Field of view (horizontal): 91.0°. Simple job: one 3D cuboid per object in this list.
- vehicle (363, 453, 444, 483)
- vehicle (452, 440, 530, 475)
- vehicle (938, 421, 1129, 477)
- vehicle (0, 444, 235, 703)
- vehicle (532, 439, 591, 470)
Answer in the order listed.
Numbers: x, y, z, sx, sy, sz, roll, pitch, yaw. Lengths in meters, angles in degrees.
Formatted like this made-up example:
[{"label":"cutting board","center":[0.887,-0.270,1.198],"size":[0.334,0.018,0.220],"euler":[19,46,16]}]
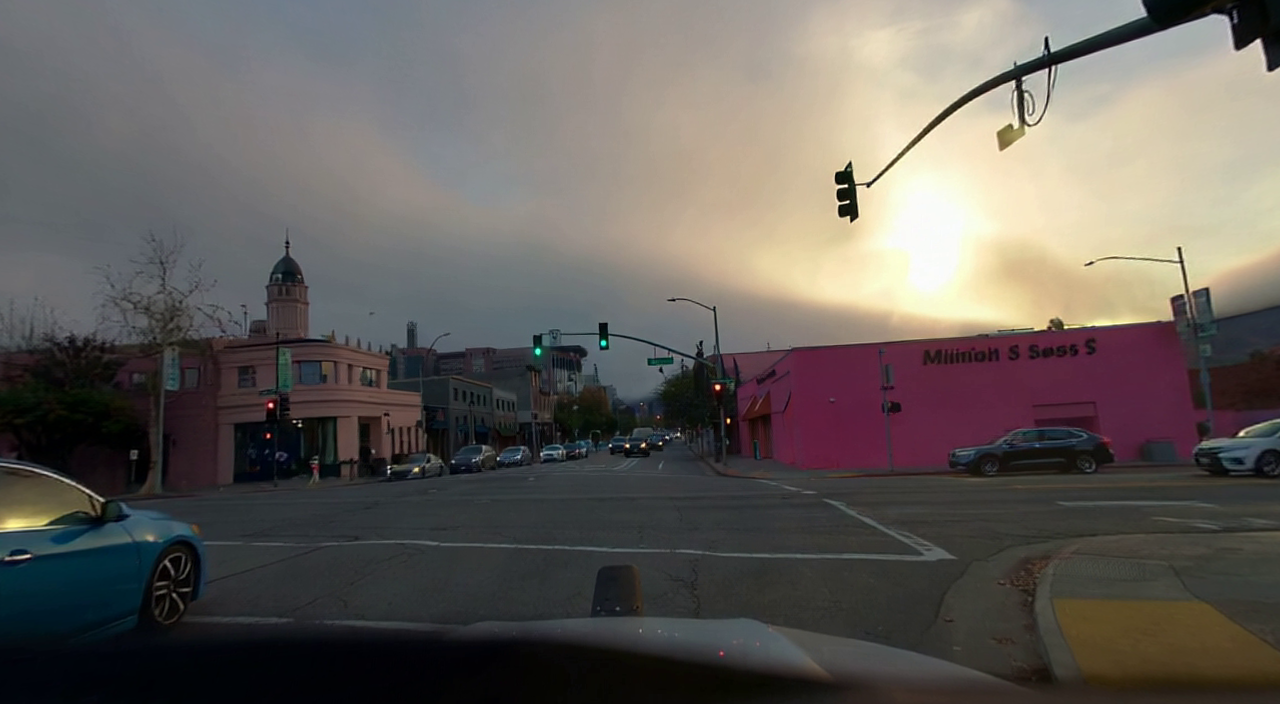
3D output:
[{"label":"vehicle","center":[-12.592,6.173,33.882],"size":[1.976,1.425,4.567],"euler":[-1,-9,9]},{"label":"vehicle","center":[-8.390,5.979,36.048],"size":[2.152,1.825,5.406],"euler":[-2,-9,12]},{"label":"vehicle","center":[11.570,2.890,18.801],"size":[4.355,1.546,1.820],"euler":[-1,-9,6]},{"label":"vehicle","center":[-3.689,0.980,2.153],"size":[1.759,1.325,4.295],"euler":[0,-9,0]},{"label":"vehicle","center":[-4.497,5.977,36.862],"size":[1.928,1.647,4.575],"euler":[-2,-9,13]}]
